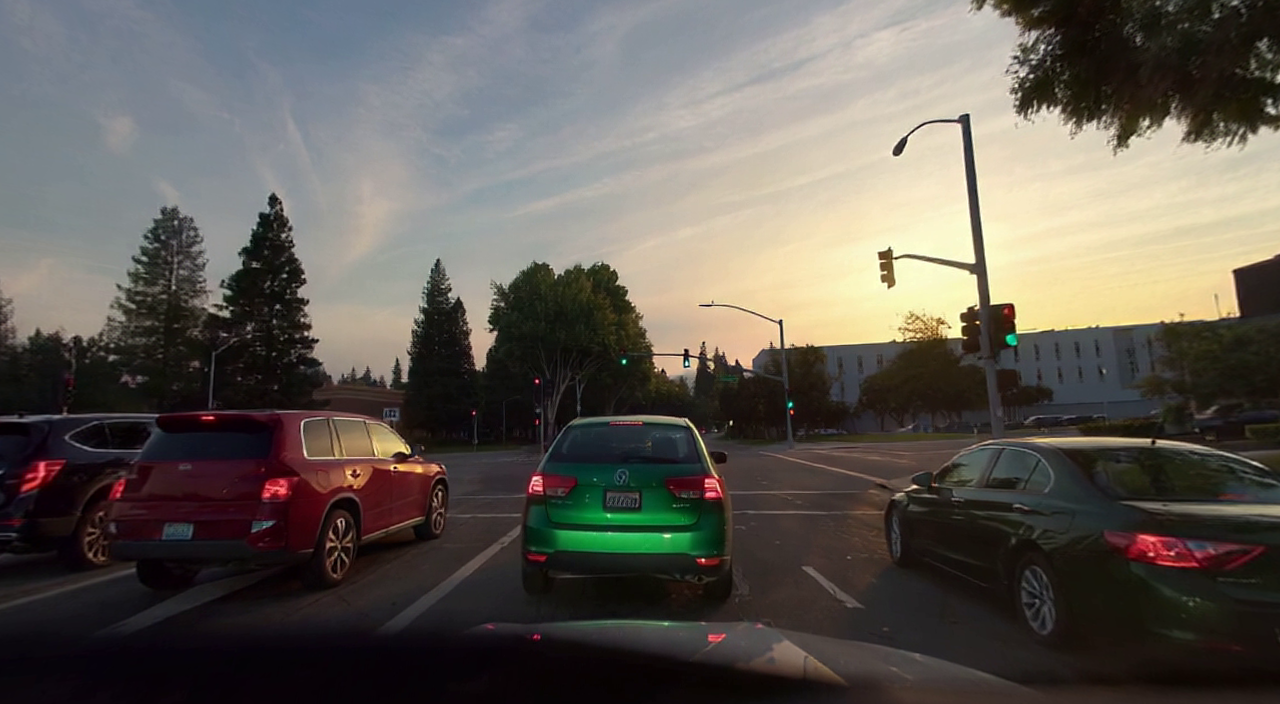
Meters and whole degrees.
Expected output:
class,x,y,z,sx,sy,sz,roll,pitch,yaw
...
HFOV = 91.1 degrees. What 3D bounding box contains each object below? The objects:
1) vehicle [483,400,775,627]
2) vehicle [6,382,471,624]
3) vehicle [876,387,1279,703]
class,x,y,z,sx,sy,sz,roll,pitch,yaw
vehicle,-0.053,1.401,6.300,2.047,1.579,3.642,0,-8,1
vehicle,-3.558,1.421,6.858,2.014,1.755,4.360,0,-8,3
vehicle,3.578,1.201,4.594,2.010,1.486,4.498,0,-8,1
